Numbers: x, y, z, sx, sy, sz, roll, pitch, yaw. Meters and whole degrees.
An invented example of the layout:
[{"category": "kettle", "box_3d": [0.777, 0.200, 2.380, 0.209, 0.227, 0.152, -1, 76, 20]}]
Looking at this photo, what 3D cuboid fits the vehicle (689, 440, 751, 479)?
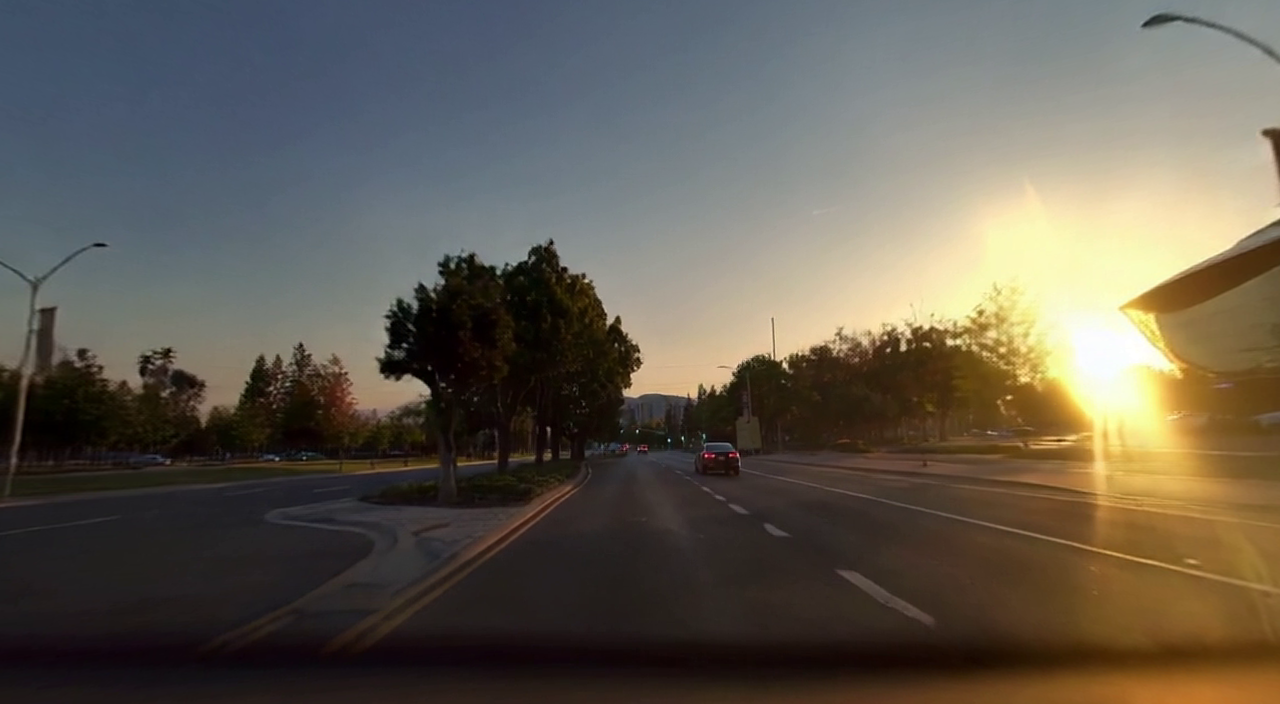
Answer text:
[{"category": "vehicle", "box_3d": [3.317, 4.543, 27.021, 1.948, 1.479, 4.620, 0, -9, -2]}]
